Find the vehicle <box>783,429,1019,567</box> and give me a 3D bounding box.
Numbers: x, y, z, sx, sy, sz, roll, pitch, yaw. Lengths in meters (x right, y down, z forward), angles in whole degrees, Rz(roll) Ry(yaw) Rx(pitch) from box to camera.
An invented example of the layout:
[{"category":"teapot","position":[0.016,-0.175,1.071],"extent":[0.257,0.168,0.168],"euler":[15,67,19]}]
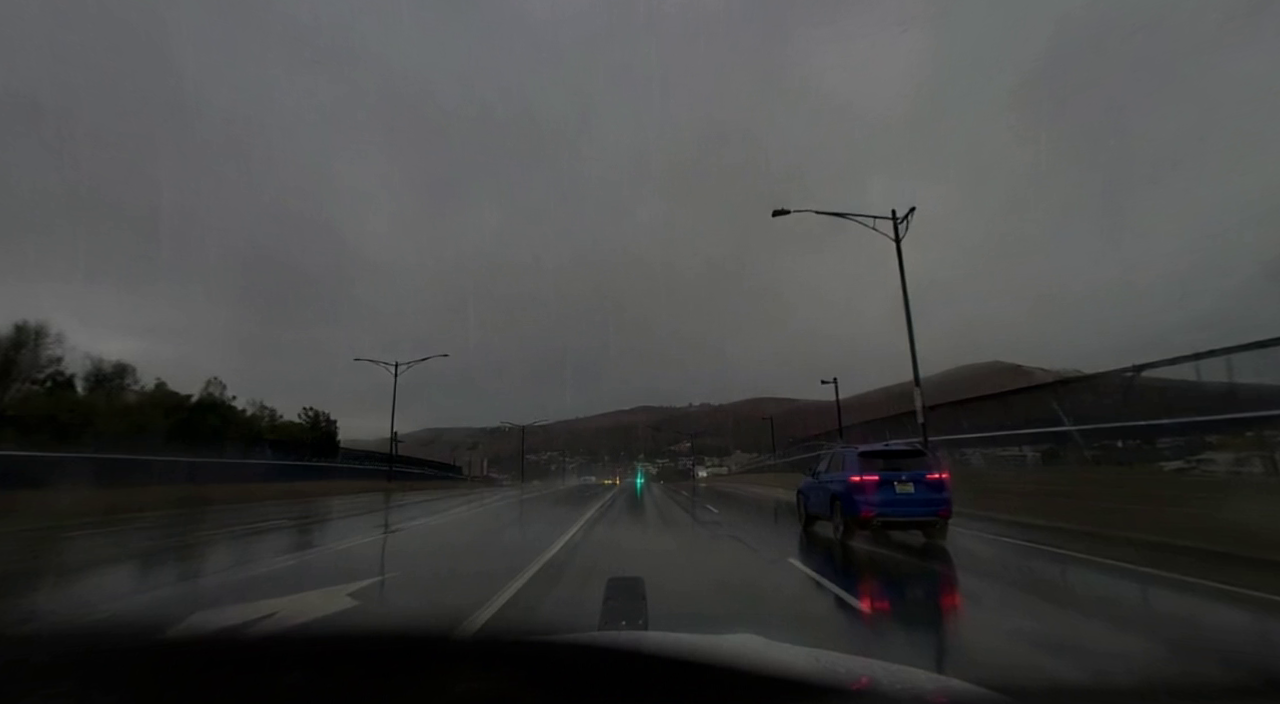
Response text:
[{"category":"vehicle","position":[3.841,2.209,10.296],"extent":[1.989,1.730,4.324],"euler":[0,-9,0]}]
